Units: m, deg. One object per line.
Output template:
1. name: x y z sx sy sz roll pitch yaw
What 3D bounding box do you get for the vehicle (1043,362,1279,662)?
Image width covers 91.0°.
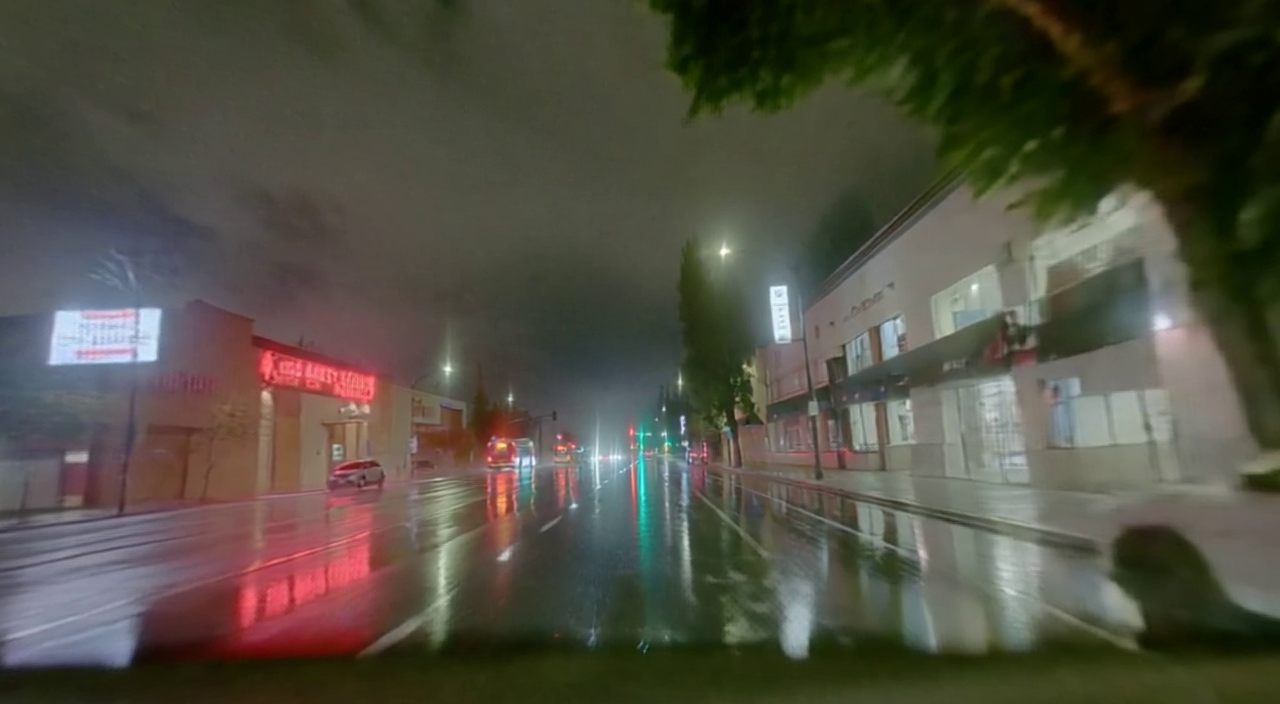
1. vehicle: 5.055 0.929 3.486 2.241 1.832 5.234 0 -8 1

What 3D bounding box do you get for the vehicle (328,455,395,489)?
1. vehicle: -17.020 7.316 38.736 1.896 1.844 4.620 0 -8 1
